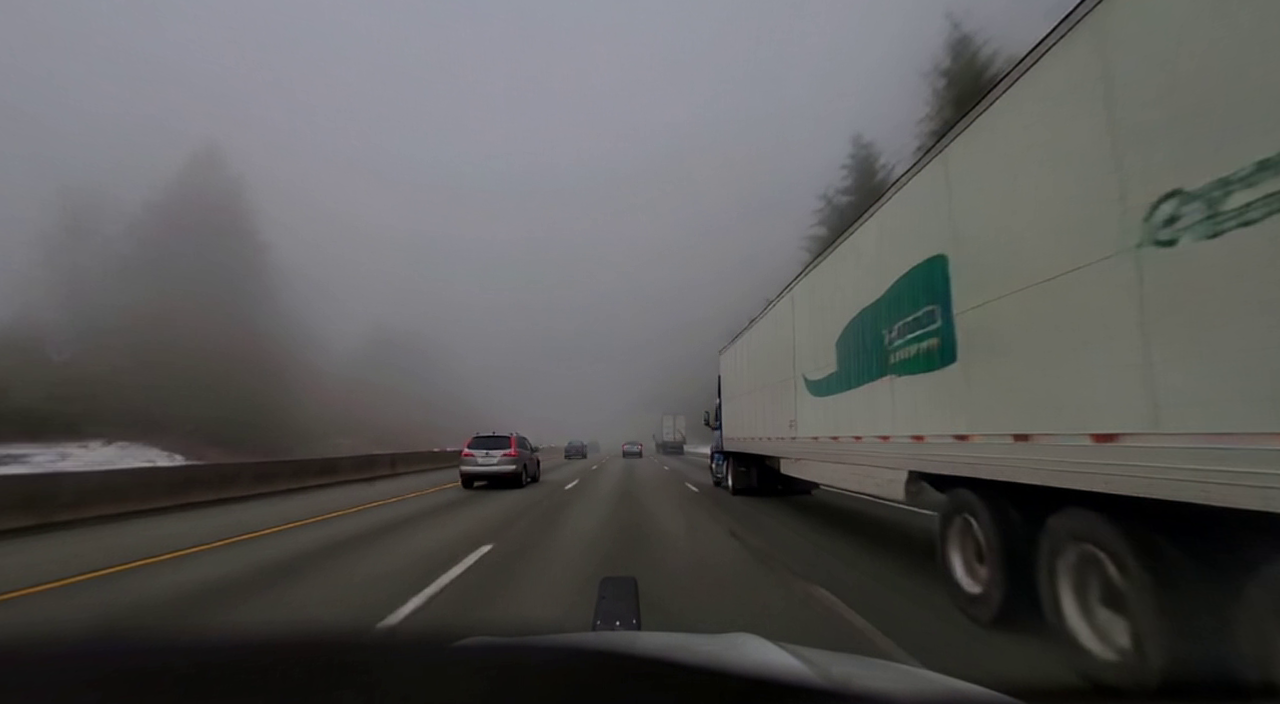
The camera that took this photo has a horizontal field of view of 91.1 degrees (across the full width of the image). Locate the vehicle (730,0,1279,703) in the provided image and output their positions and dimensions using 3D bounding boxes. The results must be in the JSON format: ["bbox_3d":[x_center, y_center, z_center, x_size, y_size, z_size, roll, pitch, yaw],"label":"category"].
[{"bbox_3d":[3.710,0.308,7.233,2.959,4.058,14.485,0,-8,-1],"label":"vehicle"}]

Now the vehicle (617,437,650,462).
[{"bbox_3d":[-0.441,6.389,41.438,2.088,1.567,4.240,0,-8,-1],"label":"vehicle"}]

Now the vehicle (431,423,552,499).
[{"bbox_3d":[-3.614,2.721,16.208,2.054,1.671,4.445,0,-8,0],"label":"vehicle"}]

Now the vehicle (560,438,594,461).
[{"bbox_3d":[-4.402,6.908,44.721,2.021,1.514,4.190,0,-8,-1],"label":"vehicle"}]
